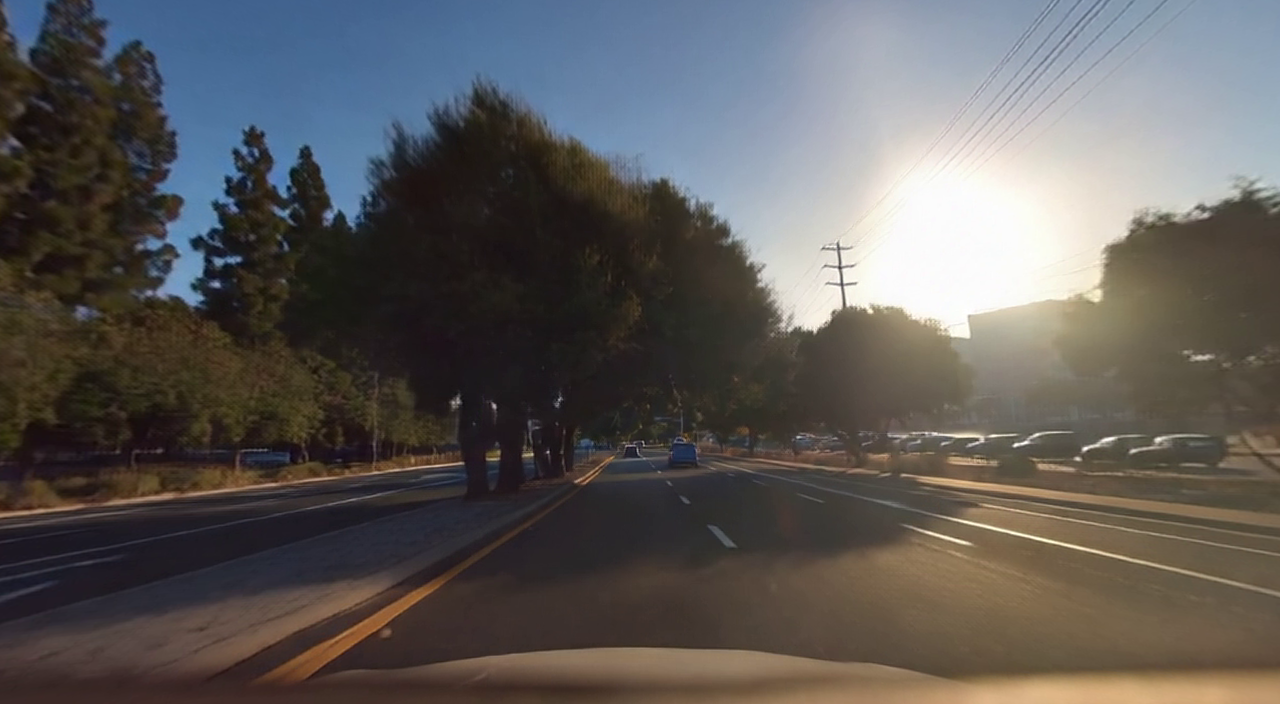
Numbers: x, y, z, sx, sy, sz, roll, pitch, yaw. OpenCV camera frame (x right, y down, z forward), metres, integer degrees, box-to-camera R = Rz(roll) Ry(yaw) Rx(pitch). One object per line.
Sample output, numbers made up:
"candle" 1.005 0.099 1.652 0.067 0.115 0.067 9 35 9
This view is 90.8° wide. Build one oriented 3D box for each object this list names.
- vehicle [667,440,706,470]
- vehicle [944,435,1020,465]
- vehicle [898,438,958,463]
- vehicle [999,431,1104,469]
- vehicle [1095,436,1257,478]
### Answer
"vehicle" 2.935 6.673 41.205 2.086 1.803 4.607 0 -8 -1
"vehicle" 20.205 5.822 37.576 1.896 1.656 4.653 0 -9 -1
"vehicle" 20.000 6.838 44.103 2.021 1.640 4.620 0 -8 0
"vehicle" 20.228 4.830 31.348 1.983 1.730 4.563 0 -9 -2
"vehicle" 20.168 3.955 24.128 1.980 1.423 4.793 0 -9 0
